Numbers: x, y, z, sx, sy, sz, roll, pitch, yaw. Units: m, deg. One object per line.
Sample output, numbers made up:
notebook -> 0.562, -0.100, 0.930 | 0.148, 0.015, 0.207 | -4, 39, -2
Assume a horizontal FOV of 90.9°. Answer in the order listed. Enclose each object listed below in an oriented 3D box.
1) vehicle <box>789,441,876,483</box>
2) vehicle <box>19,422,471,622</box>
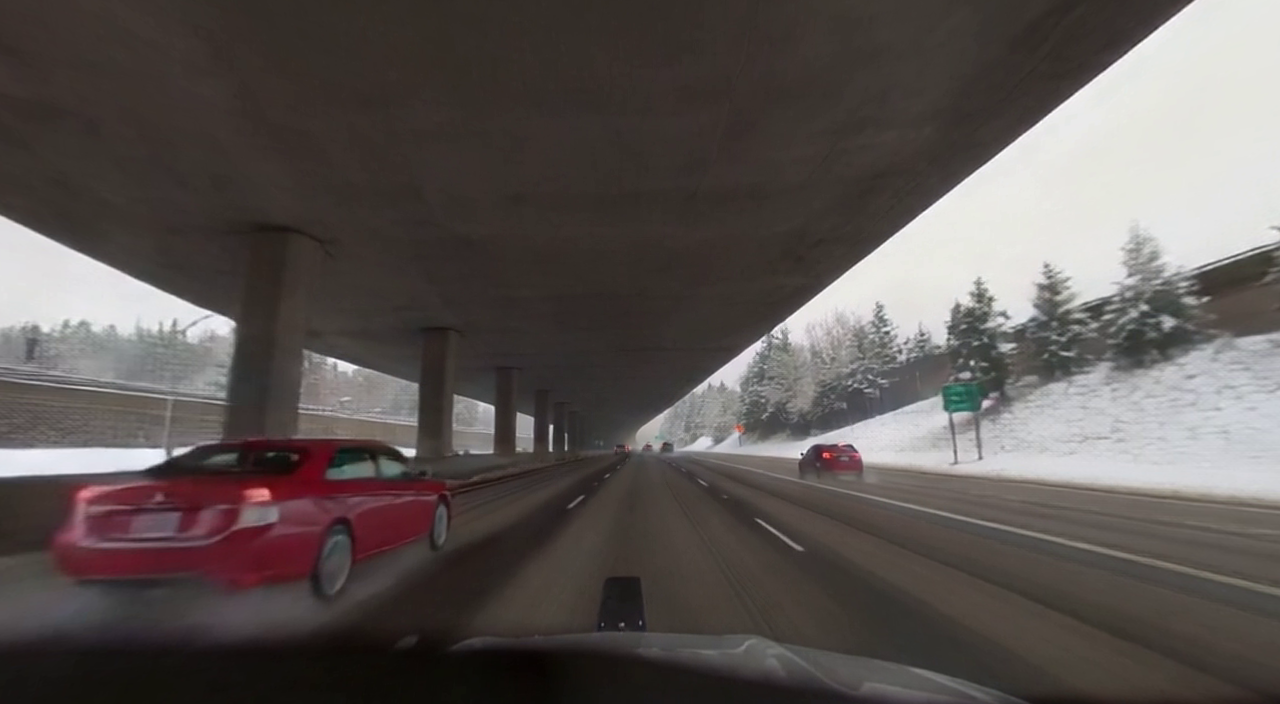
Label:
vehicle -> 7.378, 4.251, 24.649 | 1.914, 1.465, 4.574 | 0, -9, -1
vehicle -> -3.722, 1.684, 7.373 | 2.085, 1.533, 4.861 | 0, -9, 1
